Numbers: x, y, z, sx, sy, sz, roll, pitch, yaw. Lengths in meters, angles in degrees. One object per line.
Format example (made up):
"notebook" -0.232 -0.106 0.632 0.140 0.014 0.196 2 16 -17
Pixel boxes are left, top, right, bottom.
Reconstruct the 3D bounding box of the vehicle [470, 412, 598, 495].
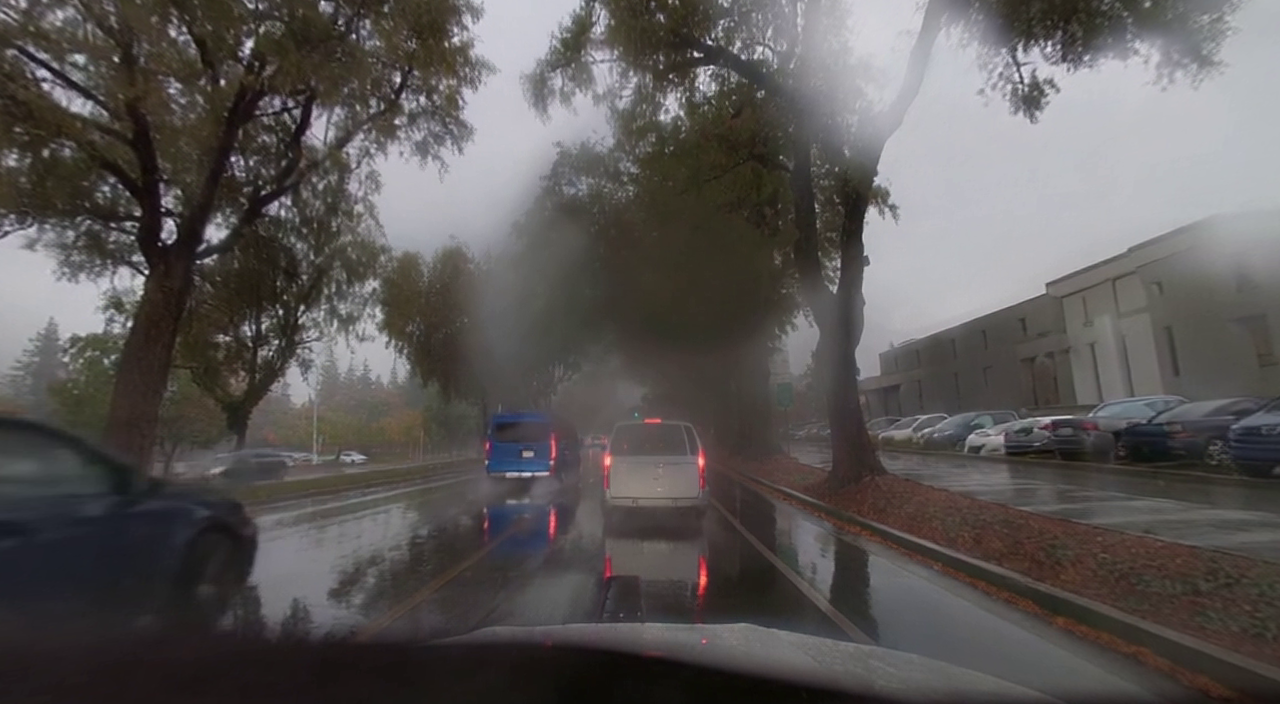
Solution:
"vehicle" -2.880 2.995 18.823 2.486 2.074 5.456 -1 -9 4

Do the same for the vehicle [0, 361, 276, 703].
"vehicle" -3.937 0.881 2.647 2.116 1.714 4.757 0 -9 -2

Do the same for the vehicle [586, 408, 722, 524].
"vehicle" 0.307 2.139 12.279 2.173 1.830 4.189 0 -9 2
